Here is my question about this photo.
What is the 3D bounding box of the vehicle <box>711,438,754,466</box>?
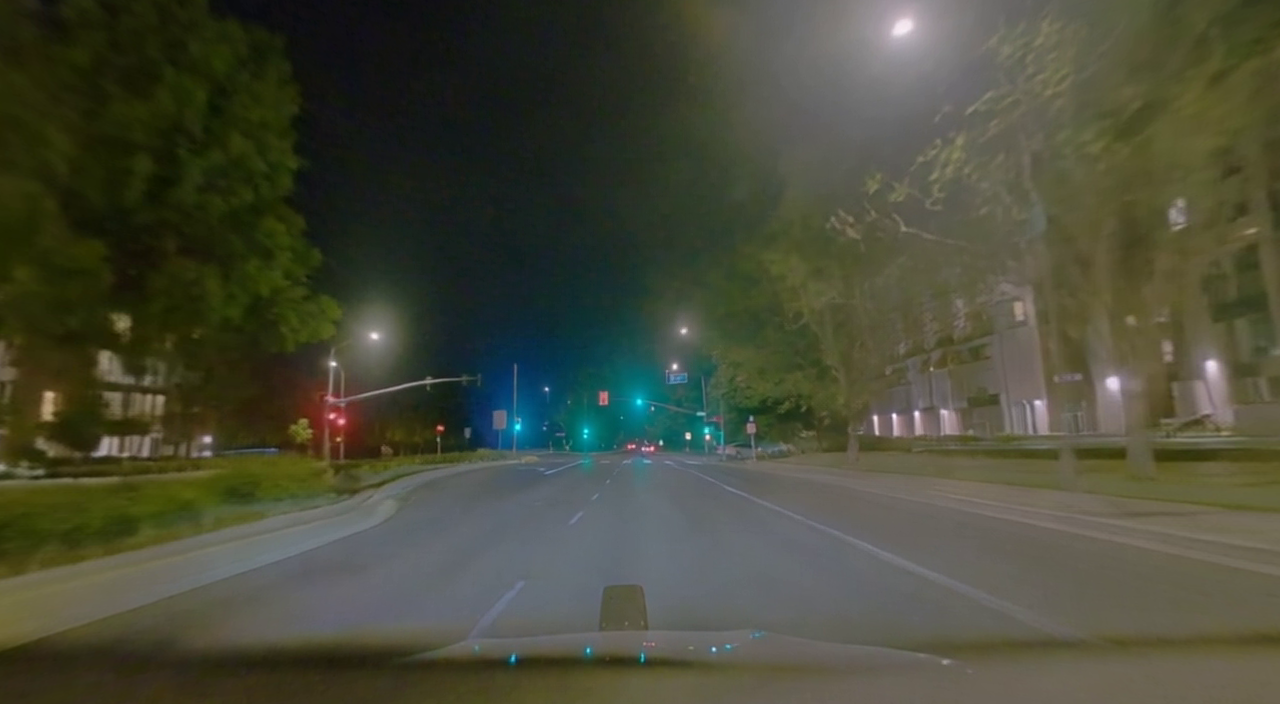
[{"bbox_3d":[6.163,6.754,42.531,2.094,1.766,4.792,0,-9,0],"label":"vehicle"}]
